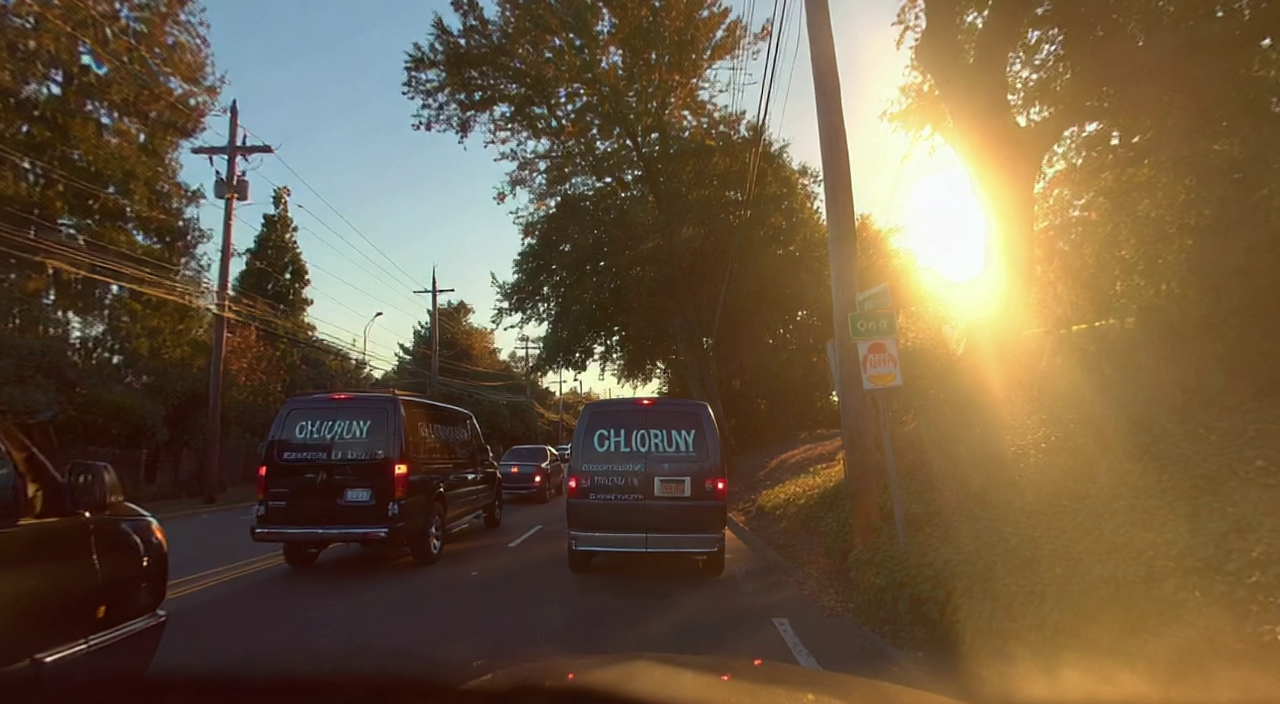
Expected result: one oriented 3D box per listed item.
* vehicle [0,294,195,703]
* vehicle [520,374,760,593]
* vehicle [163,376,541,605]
[{"bbox_3d":[-3.125,0.473,0.237,2.160,1.796,4.997,0,-8,1],"label":"vehicle"},{"bbox_3d":[0.107,1.461,7.690,2.117,1.911,4.095,-1,-8,3],"label":"vehicle"},{"bbox_3d":[-2.755,1.481,7.618,2.109,1.851,4.749,-1,-8,3],"label":"vehicle"}]
